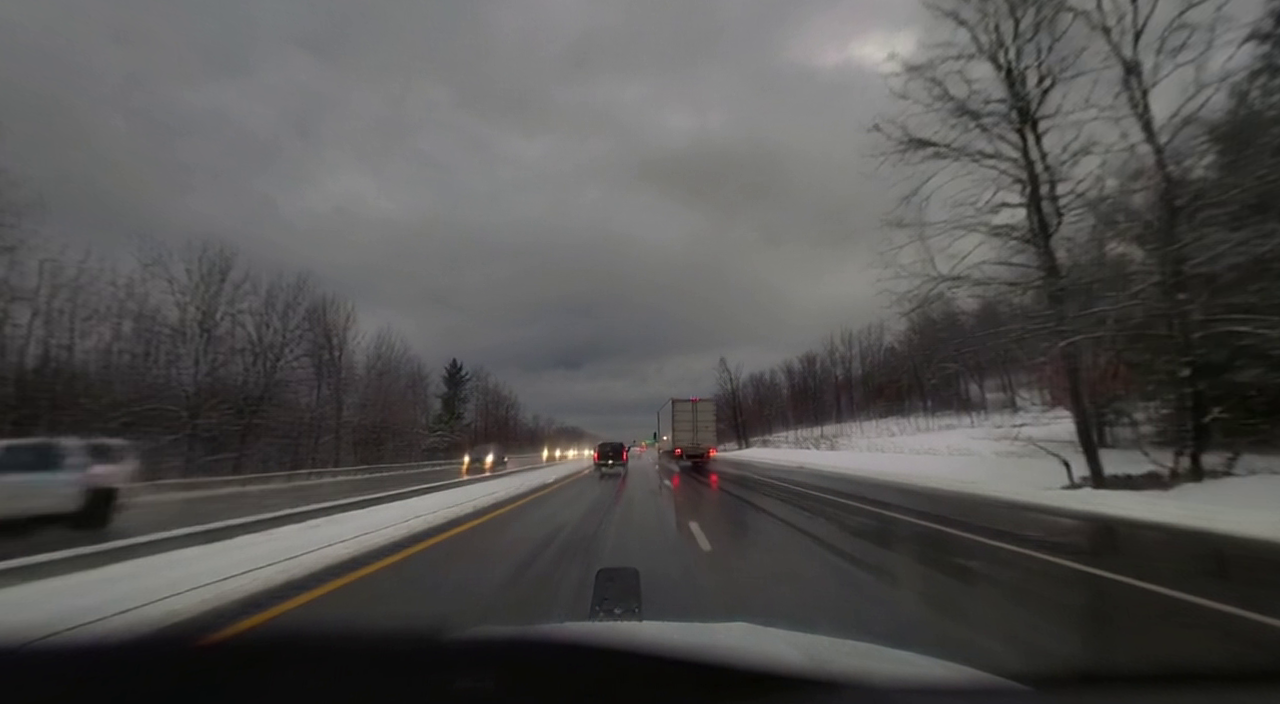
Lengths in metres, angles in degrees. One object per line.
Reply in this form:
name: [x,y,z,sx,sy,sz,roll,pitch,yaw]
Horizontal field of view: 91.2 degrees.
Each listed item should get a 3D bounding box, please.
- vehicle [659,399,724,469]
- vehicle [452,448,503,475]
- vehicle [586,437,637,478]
vehicle: [3.197,5.758,43.048,3.068,4.042,13.787,0,-9,-1]
vehicle: [-9.733,6.572,37.951,1.890,1.505,4.484,0,-9,0]
vehicle: [-1.213,4.791,28.645,2.151,1.693,4.201,0,-9,0]
